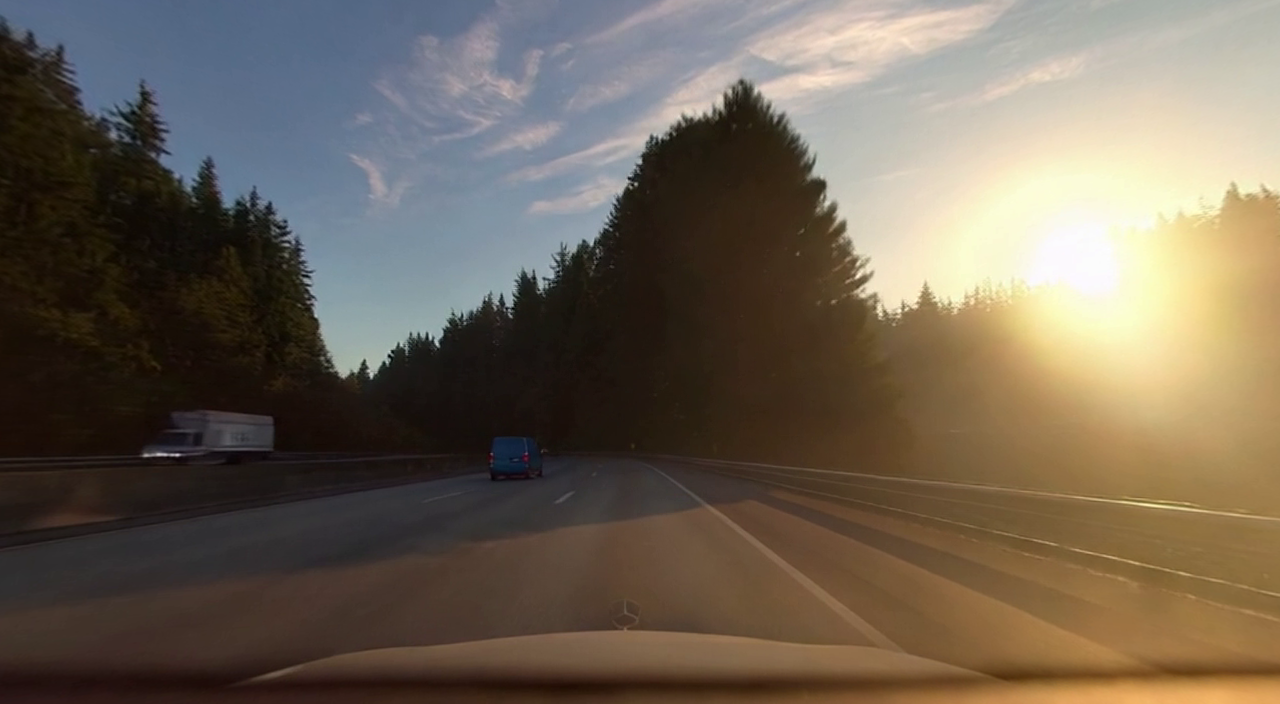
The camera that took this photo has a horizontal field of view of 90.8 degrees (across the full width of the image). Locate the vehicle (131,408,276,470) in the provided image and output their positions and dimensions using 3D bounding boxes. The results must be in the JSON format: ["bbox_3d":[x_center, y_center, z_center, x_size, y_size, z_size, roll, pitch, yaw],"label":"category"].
[{"bbox_3d":[-28.578,5.895,42.099,2.960,3.652,9.422,0,-9,-1],"label":"vehicle"}]

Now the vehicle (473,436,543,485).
[{"bbox_3d":[-6.007,5.014,29.414,2.197,2.038,4.919,0,-9,0],"label":"vehicle"}]
